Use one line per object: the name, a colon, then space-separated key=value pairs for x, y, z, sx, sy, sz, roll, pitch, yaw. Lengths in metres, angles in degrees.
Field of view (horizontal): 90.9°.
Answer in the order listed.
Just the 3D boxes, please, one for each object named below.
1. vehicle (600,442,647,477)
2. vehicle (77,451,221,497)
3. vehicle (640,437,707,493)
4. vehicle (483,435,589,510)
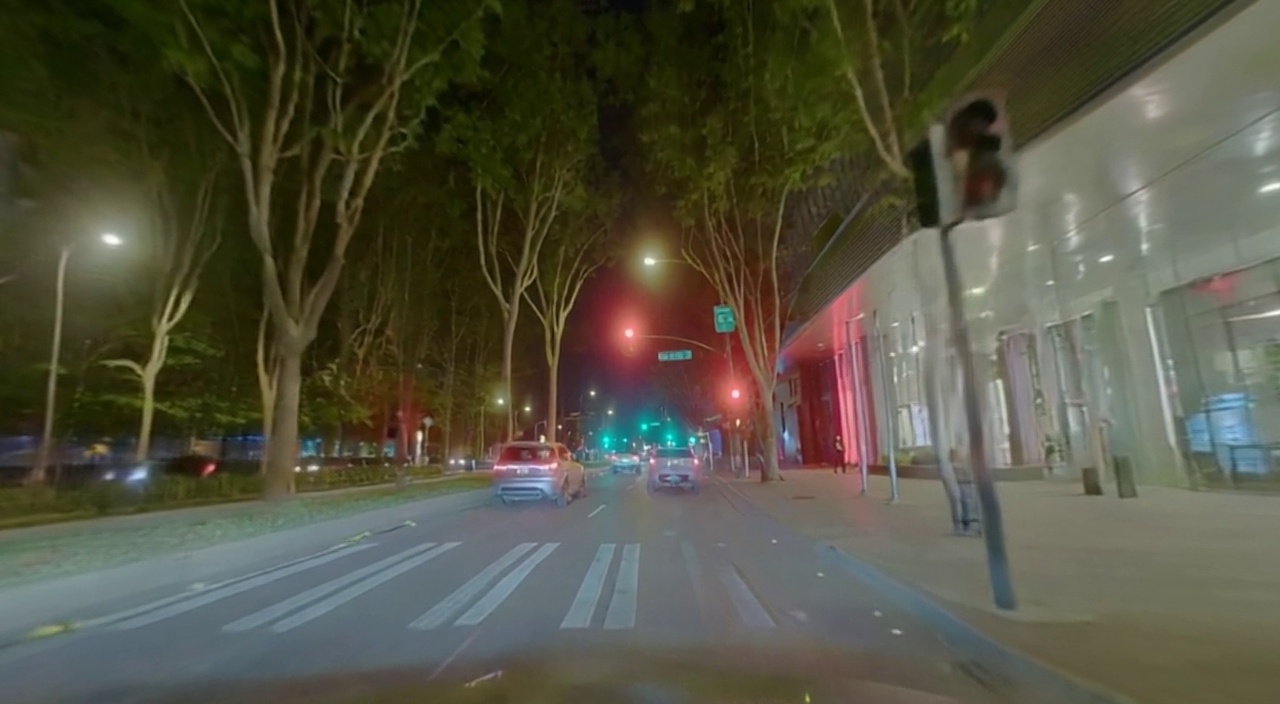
vehicle: x=-0.857 y=6.043 z=35.890 sx=2.220 sy=1.847 sz=4.587 roll=-1 pitch=-8 yaw=4
vehicle: x=-24.648 y=6.074 z=32.082 sx=2.144 sy=1.993 sz=6.287 roll=0 pitch=-8 yaw=1
vehicle: x=1.128 y=3.849 z=21.912 sx=2.120 sy=1.758 sz=3.917 roll=0 pitch=-8 yaw=2
vehicle: x=-2.598 y=3.103 z=16.754 sx=1.940 sy=1.722 sz=3.823 roll=-1 pitch=-8 yaw=4
